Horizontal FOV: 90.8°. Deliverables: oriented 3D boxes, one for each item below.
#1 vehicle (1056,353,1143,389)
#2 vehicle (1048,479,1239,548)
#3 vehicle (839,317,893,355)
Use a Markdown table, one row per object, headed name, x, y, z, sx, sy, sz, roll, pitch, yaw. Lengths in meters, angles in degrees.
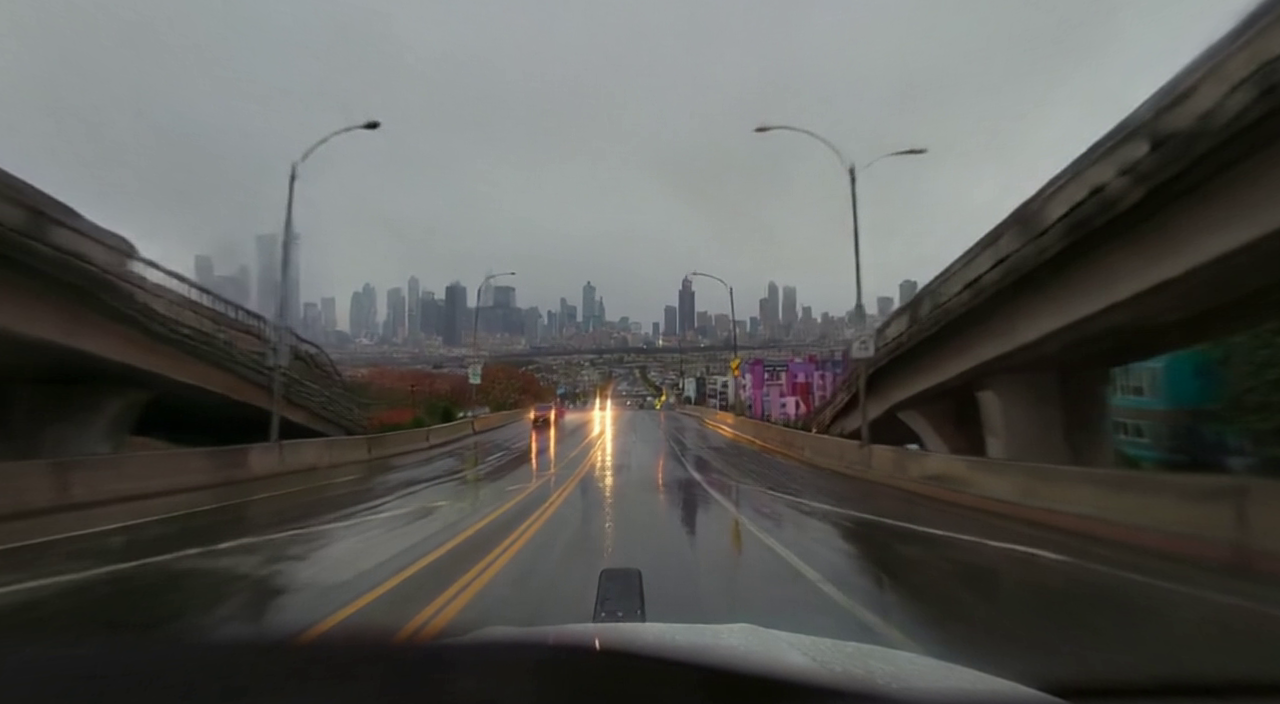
| name | x | y | z | sx | sy | sz | roll | pitch | yaw |
| --- | --- | --- | --- | --- | --- | --- | --- | --- | --- |
| vehicle | 27.297 | 1.131 | 37.604 | 3.698 | 1.510 | 1.672 | -4 | -14 | -2 |
| vehicle | 13.815 | 4.410 | 17.678 | 1.809 | 1.497 | 3.837 | -2 | -10 | -7 |
| vehicle | 13.549 | -0.896 | 38.149 | 1.779 | 1.489 | 3.734 | 2 | -11 | -2 |
